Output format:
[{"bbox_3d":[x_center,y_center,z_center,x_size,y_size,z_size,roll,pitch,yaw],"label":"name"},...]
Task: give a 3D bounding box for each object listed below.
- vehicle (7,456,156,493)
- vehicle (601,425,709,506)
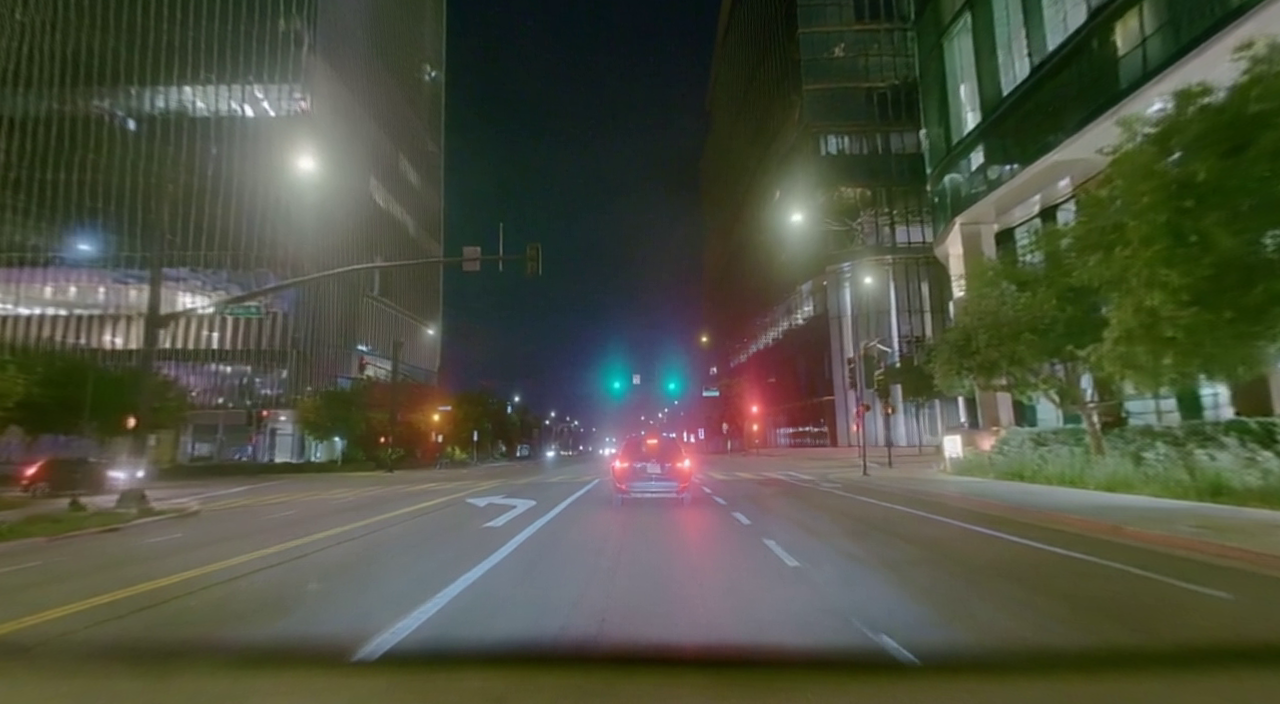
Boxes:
[{"bbox_3d":[-23.833,5.213,27.009,4.494,1.475,1.893,0,-8,-1],"label":"vehicle"},{"bbox_3d":[0.305,2.611,14.906,2.184,1.640,4.086,0,-8,0],"label":"vehicle"}]
